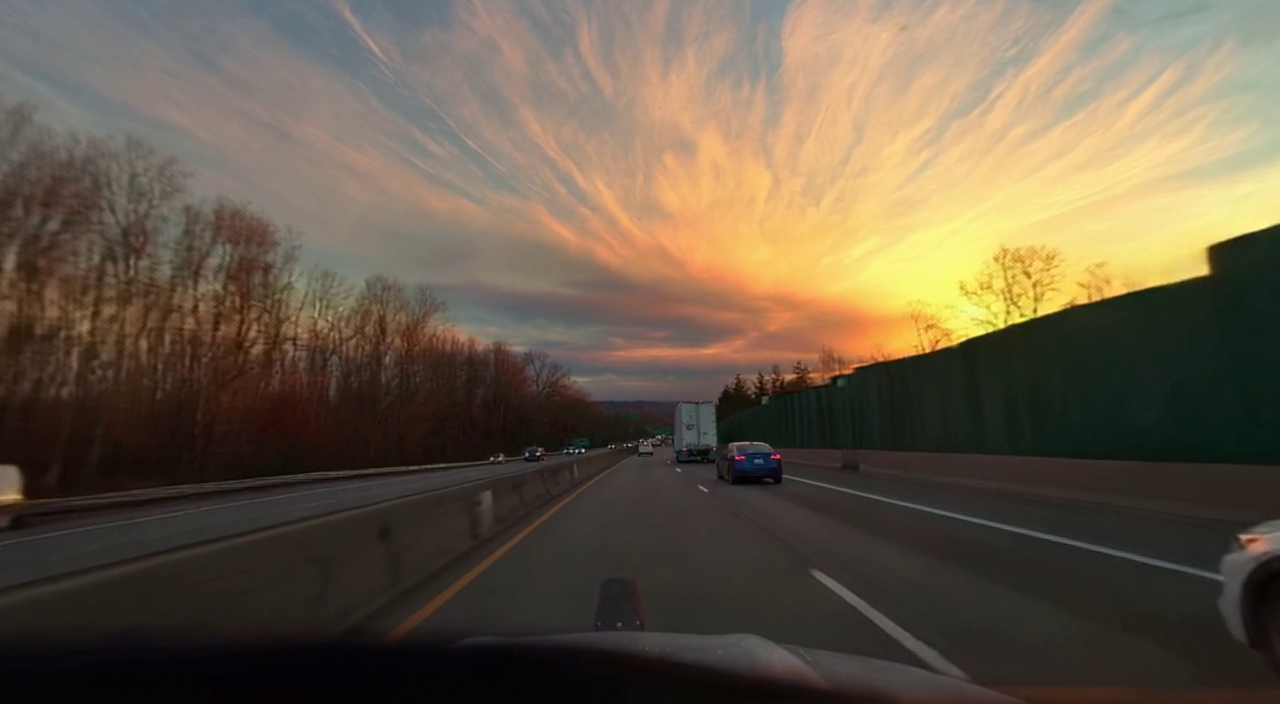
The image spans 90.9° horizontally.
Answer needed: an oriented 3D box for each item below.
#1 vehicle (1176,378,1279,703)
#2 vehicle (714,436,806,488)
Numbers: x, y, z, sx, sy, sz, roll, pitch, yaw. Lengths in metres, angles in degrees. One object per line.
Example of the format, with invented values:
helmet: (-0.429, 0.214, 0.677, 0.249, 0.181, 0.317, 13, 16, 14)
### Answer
vehicle: (3.996, 0.687, 1.430, 1.940, 1.539, 4.005, 0, -8, -1)
vehicle: (3.689, 3.471, 20.261, 2.000, 1.473, 4.440, 0, -8, -1)
